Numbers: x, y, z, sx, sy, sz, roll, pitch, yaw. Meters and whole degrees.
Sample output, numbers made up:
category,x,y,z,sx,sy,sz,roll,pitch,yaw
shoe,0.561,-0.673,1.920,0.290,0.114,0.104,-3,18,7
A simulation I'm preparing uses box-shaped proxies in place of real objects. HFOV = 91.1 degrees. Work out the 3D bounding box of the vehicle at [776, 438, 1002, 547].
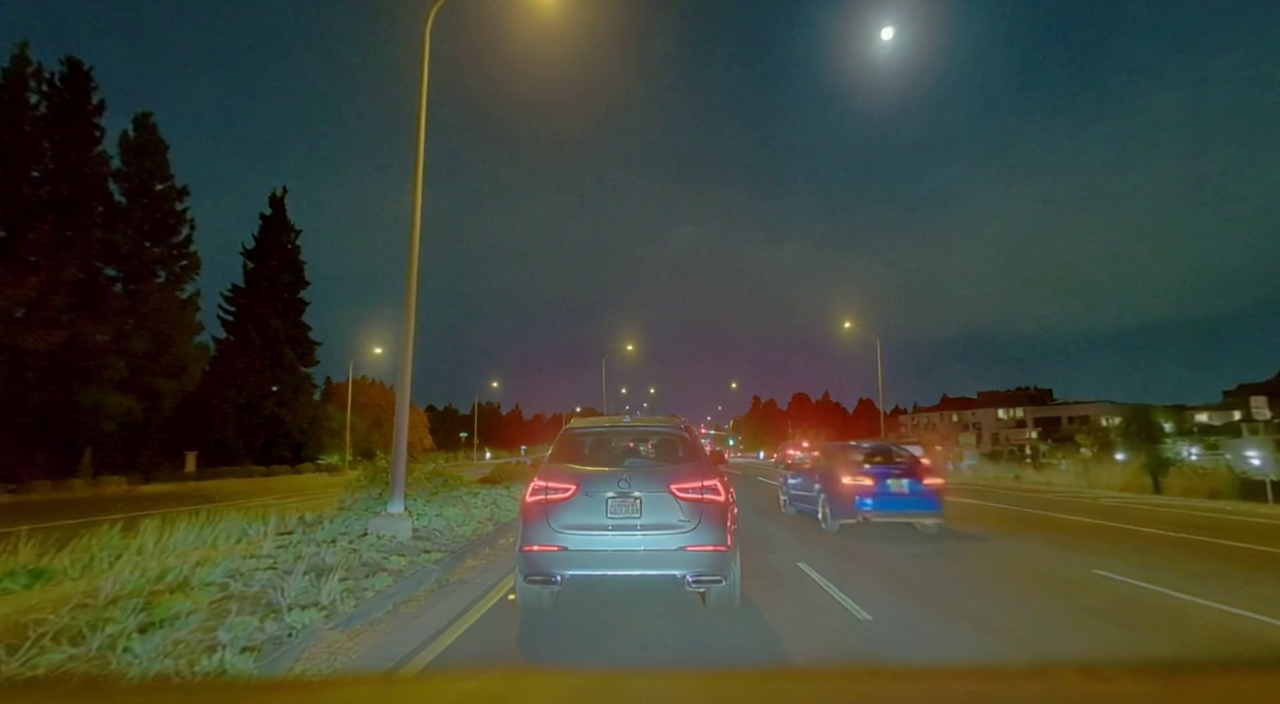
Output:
category,x,y,z,sx,sy,sz,roll,pitch,yaw
vehicle,3.879,2.246,10.789,2.058,1.468,4.339,0,-9,0

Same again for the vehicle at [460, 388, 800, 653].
category,x,y,z,sx,sy,sz,roll,pitch,yaw
vehicle,-0.082,1.381,6.139,2.172,1.694,4.055,0,-8,-1
